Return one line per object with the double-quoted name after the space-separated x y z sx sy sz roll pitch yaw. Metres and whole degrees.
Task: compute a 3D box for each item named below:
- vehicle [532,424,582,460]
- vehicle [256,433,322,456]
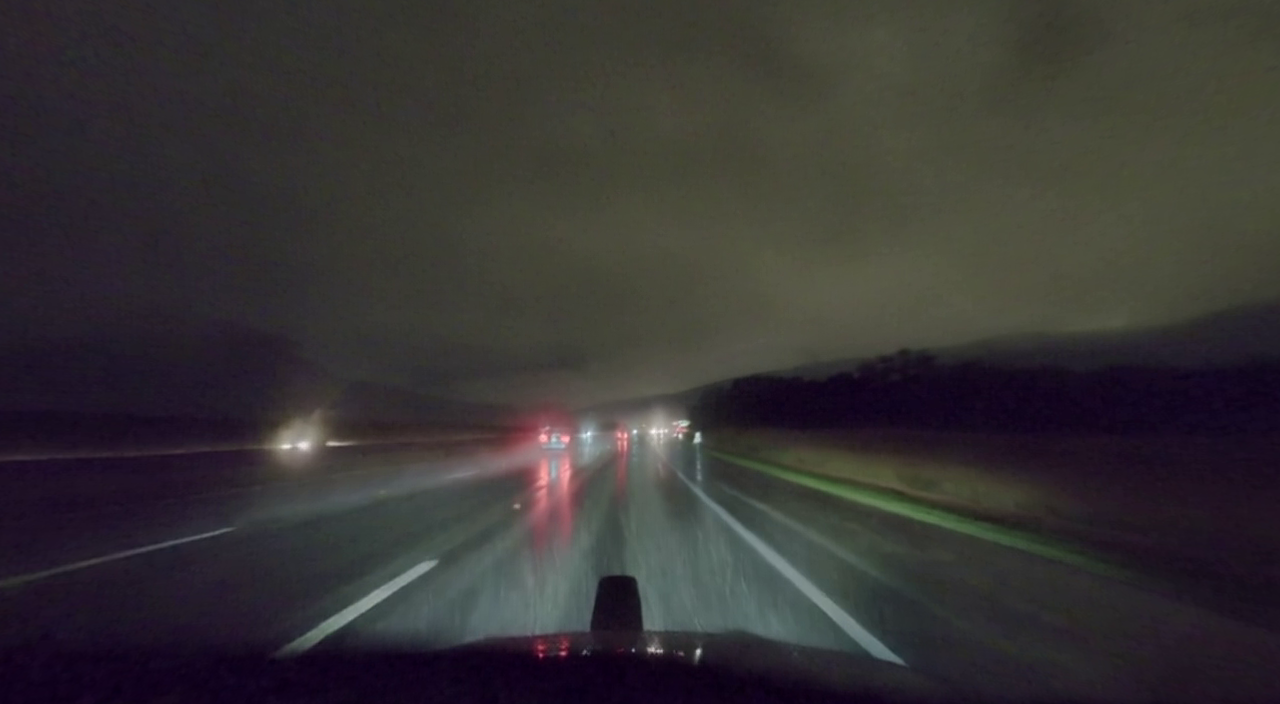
-4.246 4.686 32.827 1.980 1.721 4.419 0 -8 1 "vehicle"
-23.670 6.256 42.568 1.850 1.483 4.369 0 -8 1 "vehicle"
